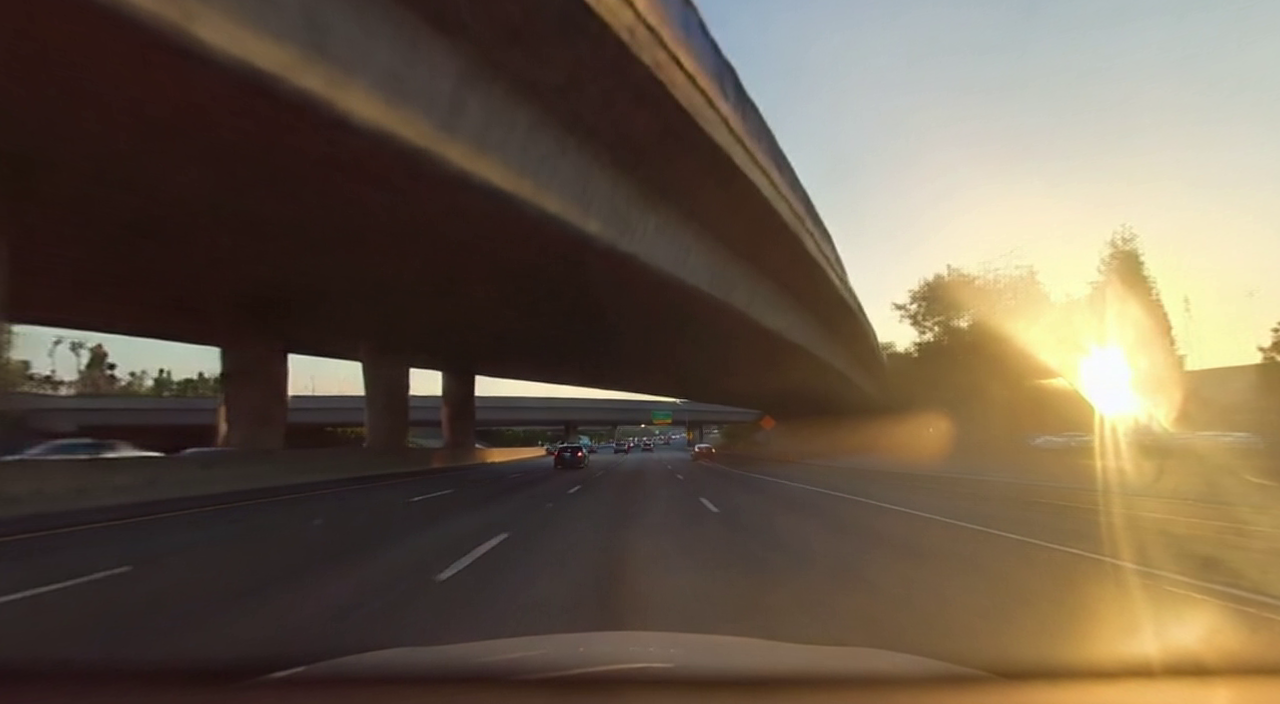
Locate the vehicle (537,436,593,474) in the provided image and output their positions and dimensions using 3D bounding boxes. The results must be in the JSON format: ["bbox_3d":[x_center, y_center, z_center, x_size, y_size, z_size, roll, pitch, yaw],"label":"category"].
[{"bbox_3d":[-3.640,5.093,31.462,2.196,1.733,4.355,0,-8,1],"label":"vehicle"}]

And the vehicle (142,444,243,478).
[{"bbox_3d":[-20.777,5.040,29.493,1.867,1.429,3.776,0,-8,1],"label":"vehicle"}]

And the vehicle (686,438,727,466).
[{"bbox_3d":[4.420,6.680,42.353,2.229,1.704,4.392,0,-8,0],"label":"vehicle"}]

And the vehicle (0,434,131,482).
[{"bbox_3d":[-24.748,4.349,26.262,2.203,1.783,5.772,0,-8,1],"label":"vehicle"}]
